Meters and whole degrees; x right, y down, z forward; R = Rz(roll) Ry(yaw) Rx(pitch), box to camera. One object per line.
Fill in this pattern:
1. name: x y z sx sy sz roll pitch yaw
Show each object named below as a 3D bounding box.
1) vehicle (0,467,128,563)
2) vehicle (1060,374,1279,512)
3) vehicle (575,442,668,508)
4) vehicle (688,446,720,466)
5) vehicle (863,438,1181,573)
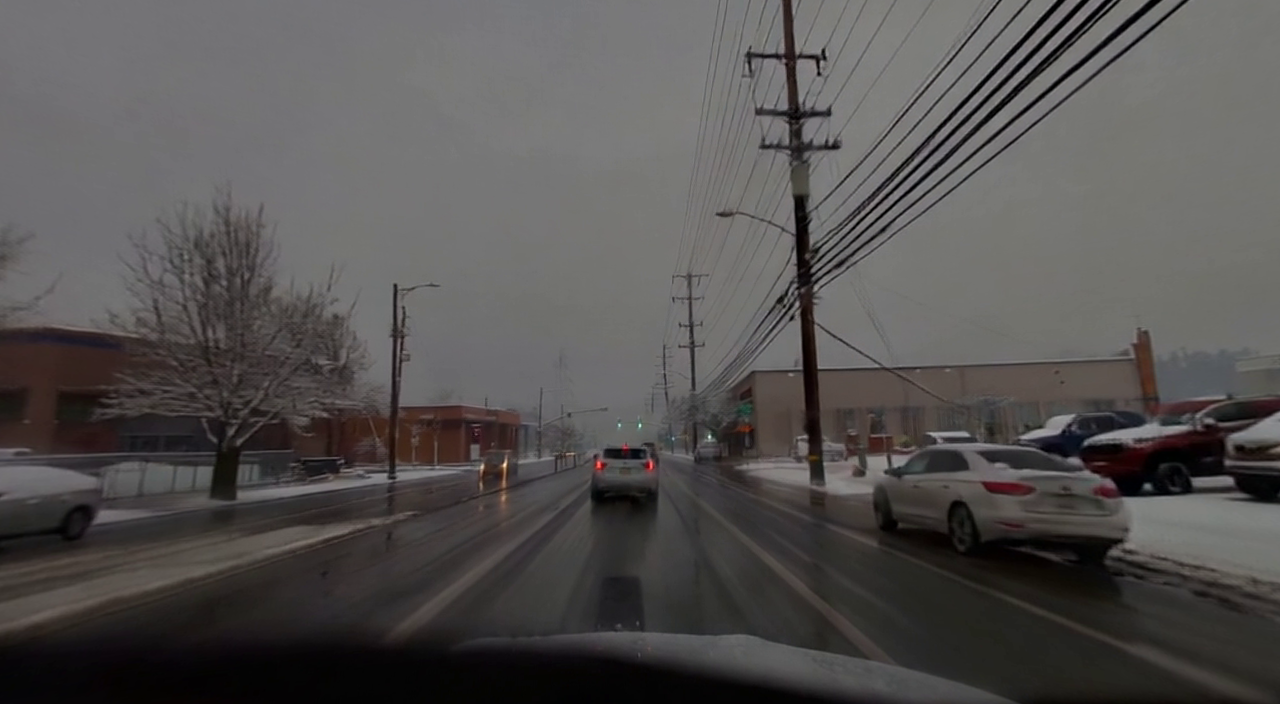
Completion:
1. vehicle: -11.499 2.807 10.852 1.817 1.480 4.282 0 -8 0
2. vehicle: 11.252 1.755 12.102 2.329 2.145 5.841 0 -9 0
3. vehicle: -0.436 3.092 16.400 2.116 1.479 3.980 0 -8 0
4. vehicle: 4.852 7.916 48.211 1.908 1.470 3.935 0 -9 -2
5. vehicle: 5.225 2.113 9.613 1.937 1.523 4.541 0 -9 -1
